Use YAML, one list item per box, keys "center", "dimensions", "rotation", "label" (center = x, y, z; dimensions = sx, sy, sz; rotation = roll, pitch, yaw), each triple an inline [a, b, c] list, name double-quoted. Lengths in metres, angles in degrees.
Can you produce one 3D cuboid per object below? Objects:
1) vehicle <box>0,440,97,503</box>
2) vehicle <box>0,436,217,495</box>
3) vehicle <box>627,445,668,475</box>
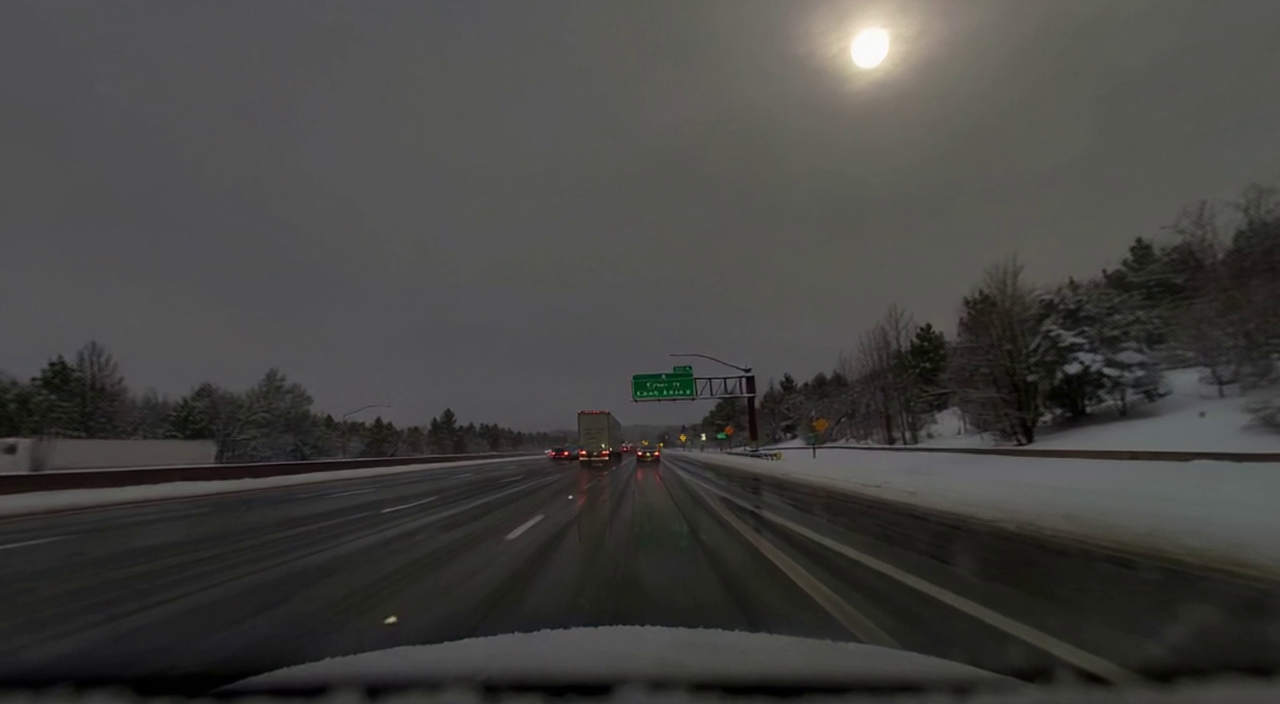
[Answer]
- center: [-34.845, 6.504, 34.622]
  dimensions: [3.045, 3.224, 7.442]
  rotation: [-1, -9, 2]
  label: "vehicle"
- center: [-34.811, 7.468, 42.486]
  dimensions: [2.822, 3.236, 13.926]
  rotation: [0, -9, 1]
  label: "vehicle"
- center: [0.382, 5.713, 33.620]
  dimensions: [2.066, 1.469, 4.050]
  rotation: [0, -9, 0]
  label: "vehicle"
